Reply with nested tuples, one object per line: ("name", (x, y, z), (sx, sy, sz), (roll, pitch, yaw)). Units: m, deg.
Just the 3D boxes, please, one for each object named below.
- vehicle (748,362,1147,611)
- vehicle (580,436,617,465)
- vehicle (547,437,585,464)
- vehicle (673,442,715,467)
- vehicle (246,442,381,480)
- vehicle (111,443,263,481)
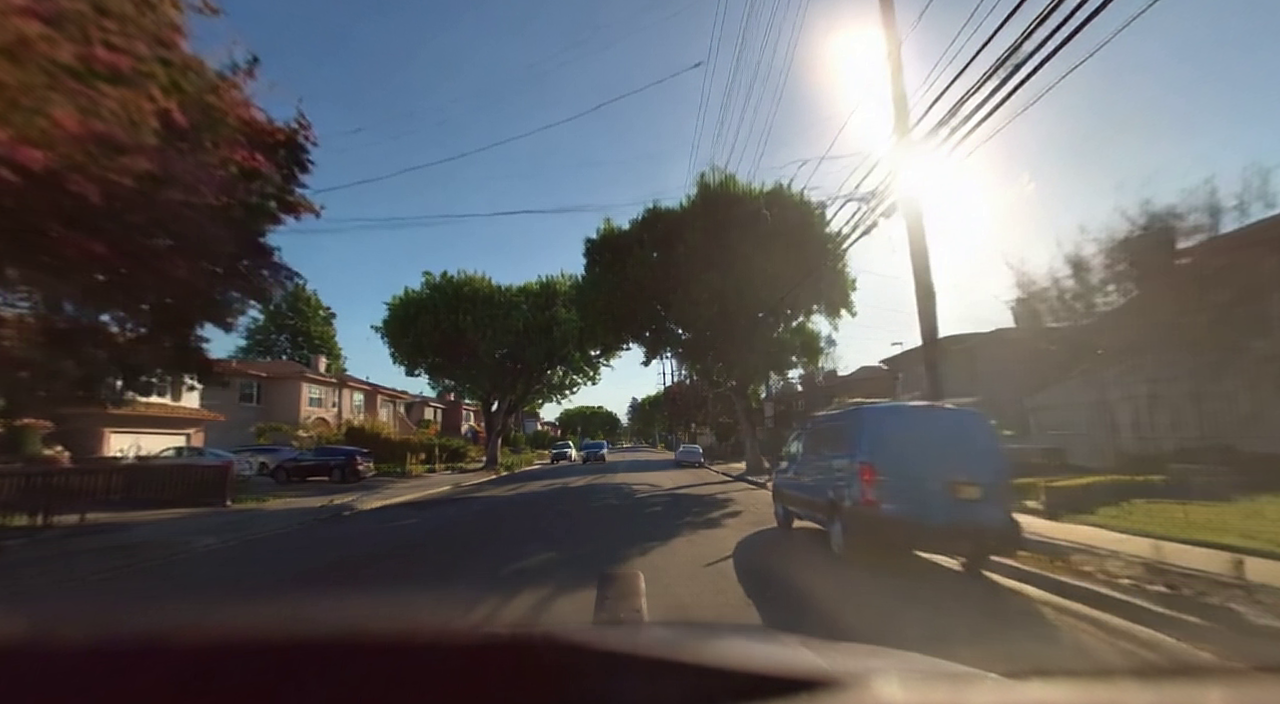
("vehicle", (3.015, 1.497, 7.935), (2.311, 2.069, 5.156), (0, -8, -1))
("vehicle", (-2.747, 6.686, 43.027), (2.032, 1.836, 4.520), (0, -8, 2))
("vehicle", (-5.555, 7.524, 48.168), (2.263, 1.915, 5.071), (0, -8, 1))
("vehicle", (3.314, 6.373, 39.362), (1.944, 1.439, 4.500), (0, -9, -4))
("vehicle", (-13.284, 4.454, 25.948), (4.443, 1.475, 1.932), (0, -9, -1))
("vehicle", (-18.435, 4.473, 25.874), (4.615, 1.482, 2.073), (0, -8, 2))
